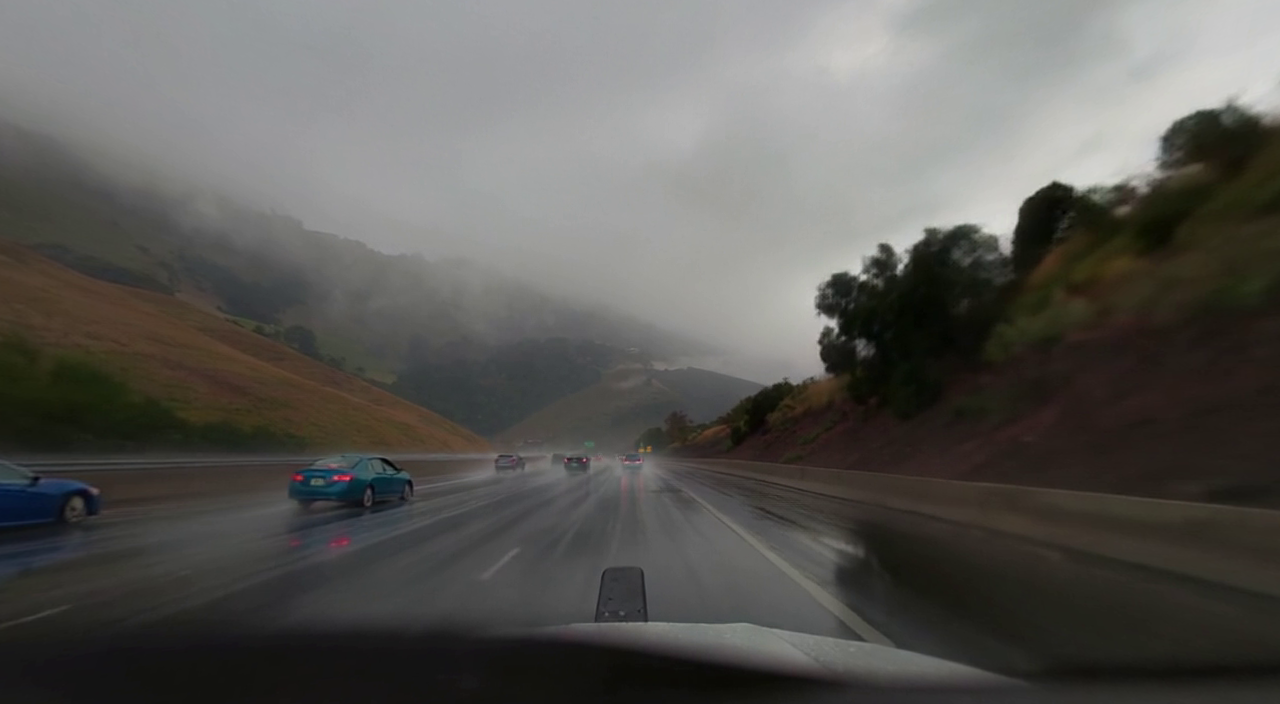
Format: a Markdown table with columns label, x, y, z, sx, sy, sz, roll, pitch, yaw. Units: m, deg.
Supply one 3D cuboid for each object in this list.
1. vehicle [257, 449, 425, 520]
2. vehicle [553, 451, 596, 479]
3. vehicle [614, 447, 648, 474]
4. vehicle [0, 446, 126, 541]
| label | x | y | z | sx | sy | sz | roll | pitch | yaw |
| --- | --- | --- | --- | --- | --- | --- | --- | --- | --- |
| vehicle | -7.103 | 3.163 | 15.614 | 1.991 | 1.441 | 4.265 | 0 | -8 | 1 |
| vehicle | -3.883 | 6.740 | 38.005 | 2.144 | 1.505 | 4.649 | 0 | -8 | -1 |
| vehicle | -0.653 | 7.351 | 42.977 | 2.225 | 1.674 | 4.044 | 0 | -8 | -2 |
| vehicle | -11.190 | 2.240 | 9.916 | 2.048 | 1.501 | 4.898 | 0 | -8 | 1 |
